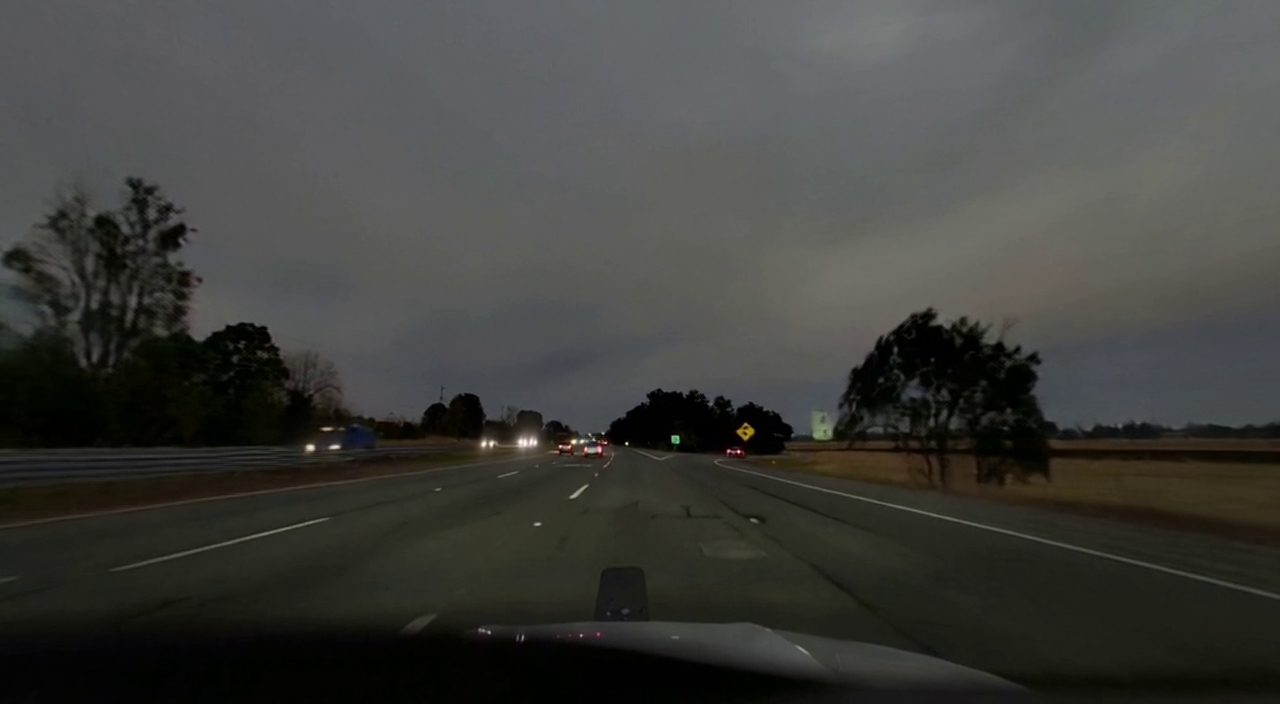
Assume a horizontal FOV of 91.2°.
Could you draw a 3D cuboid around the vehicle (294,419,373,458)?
[{"bbox_3d":[-21.295,6.083,43.965,2.396,2.530,6.033,0,-8,0],"label":"vehicle"}]
